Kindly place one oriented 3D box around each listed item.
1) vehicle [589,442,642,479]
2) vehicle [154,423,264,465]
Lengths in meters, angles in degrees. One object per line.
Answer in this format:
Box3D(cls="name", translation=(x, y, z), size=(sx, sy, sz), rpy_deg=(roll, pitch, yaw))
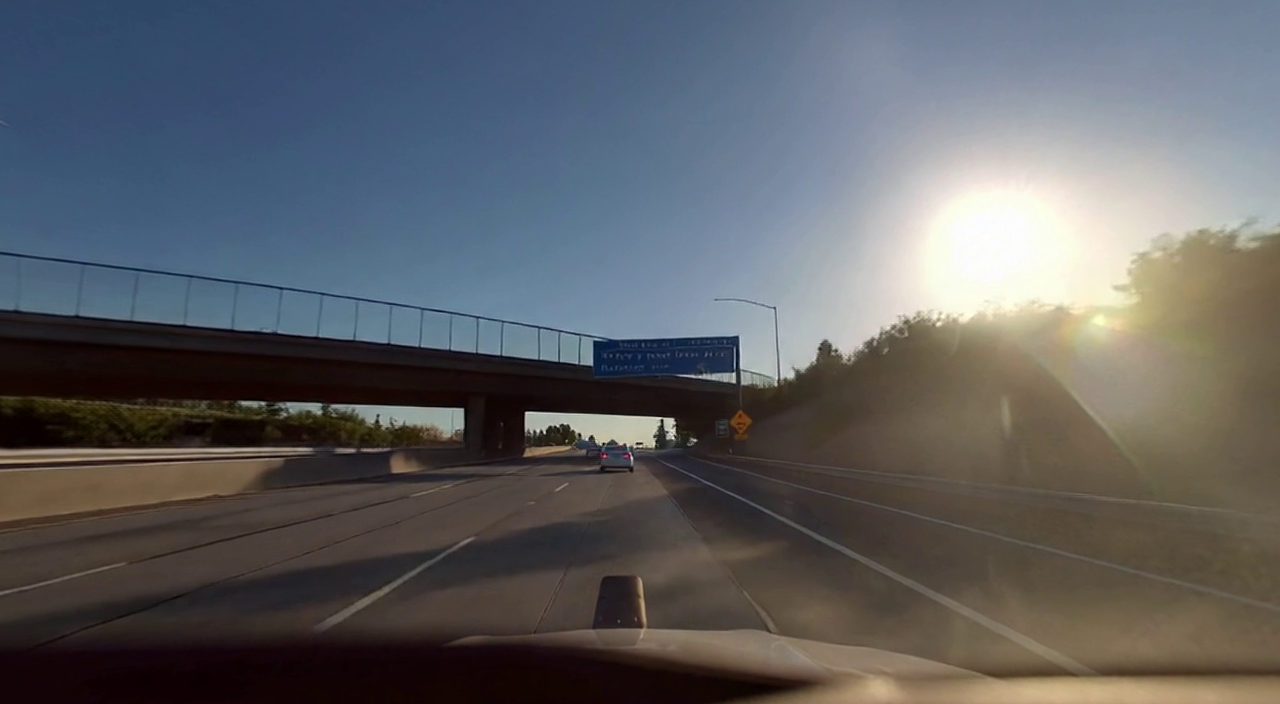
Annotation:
Box3D(cls="vehicle", translation=(-1.016, 4.840, 28.207), size=(2.055, 1.509, 4.255), rpy_deg=(-1, -9, 2))
Box3D(cls="vehicle", translation=(-21.773, 4.700, 31.969), size=(2.154, 1.972, 5.009), rpy_deg=(0, -9, -2))
